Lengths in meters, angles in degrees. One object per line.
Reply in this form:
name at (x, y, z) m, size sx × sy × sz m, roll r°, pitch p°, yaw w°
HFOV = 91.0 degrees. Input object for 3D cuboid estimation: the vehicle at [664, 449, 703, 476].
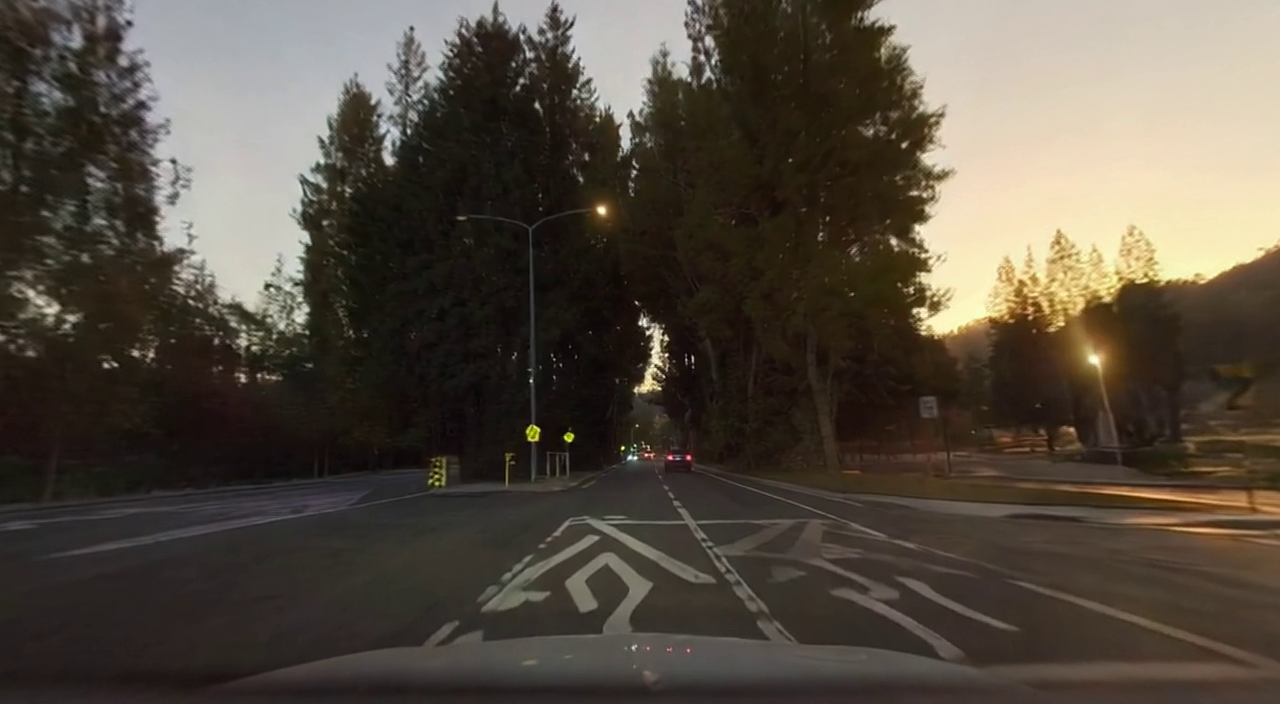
vehicle at (2.660, 6.871, 39.525) m, size 2.044 × 1.537 × 4.528 m, roll 0°, pitch -8°, yaw -1°
